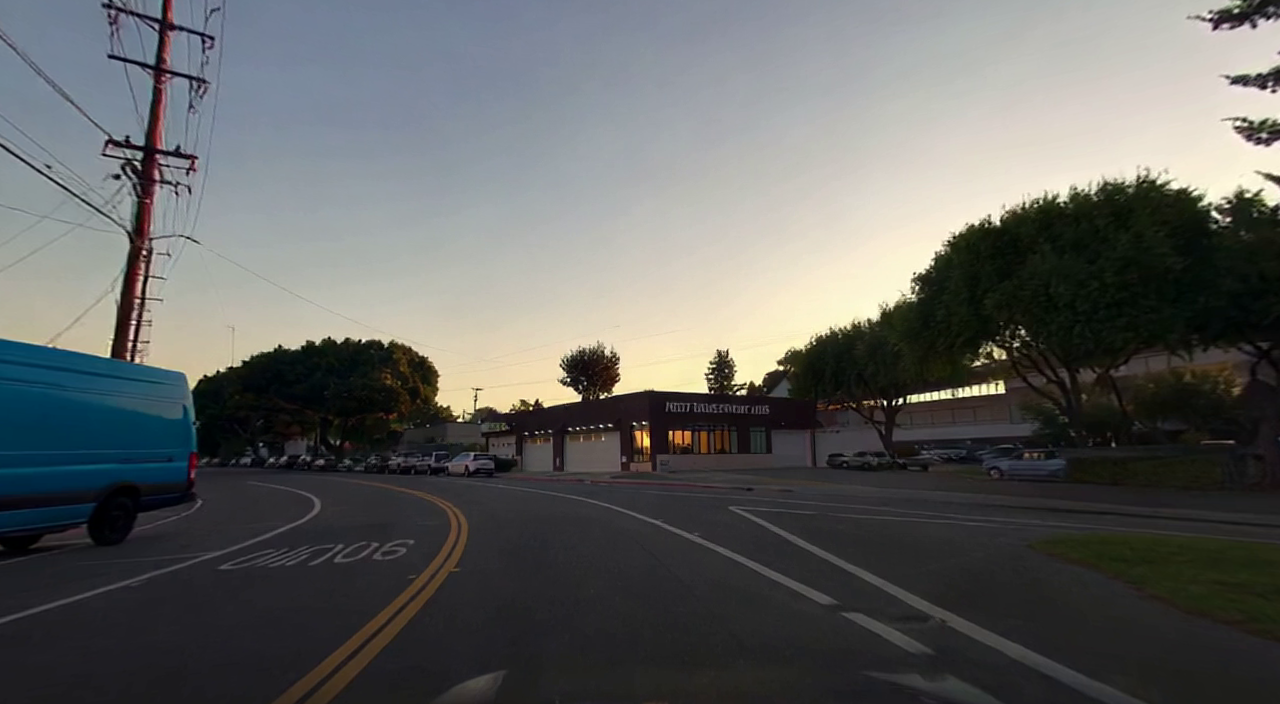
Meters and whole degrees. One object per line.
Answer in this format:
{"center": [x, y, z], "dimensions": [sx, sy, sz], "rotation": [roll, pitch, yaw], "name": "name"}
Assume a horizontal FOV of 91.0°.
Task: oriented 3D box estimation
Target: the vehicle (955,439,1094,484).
{"center": [16.225, 4.601, 26.697], "dimensions": [4.543, 1.744, 2.164], "rotation": [0, -9, -7], "name": "vehicle"}

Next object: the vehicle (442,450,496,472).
{"center": [-13.169, 8.450, 48.870], "dimensions": [2.057, 1.564, 4.502], "rotation": [-3, -9, 14], "name": "vehicle"}

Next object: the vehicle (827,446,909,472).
{"center": [14.599, 6.843, 40.386], "dimensions": [4.454, 1.504, 1.970], "rotation": [0, -9, -6], "name": "vehicle"}

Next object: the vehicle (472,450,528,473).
{"center": [-10.207, 8.019, 46.341], "dimensions": [2.074, 1.526, 4.853], "rotation": [-3, -9, 13], "name": "vehicle"}

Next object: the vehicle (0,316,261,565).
{"center": [-11.817, 1.618, 11.329], "dimensions": [3.276, 3.922, 10.384], "rotation": [-1, -9, 1], "name": "vehicle"}
